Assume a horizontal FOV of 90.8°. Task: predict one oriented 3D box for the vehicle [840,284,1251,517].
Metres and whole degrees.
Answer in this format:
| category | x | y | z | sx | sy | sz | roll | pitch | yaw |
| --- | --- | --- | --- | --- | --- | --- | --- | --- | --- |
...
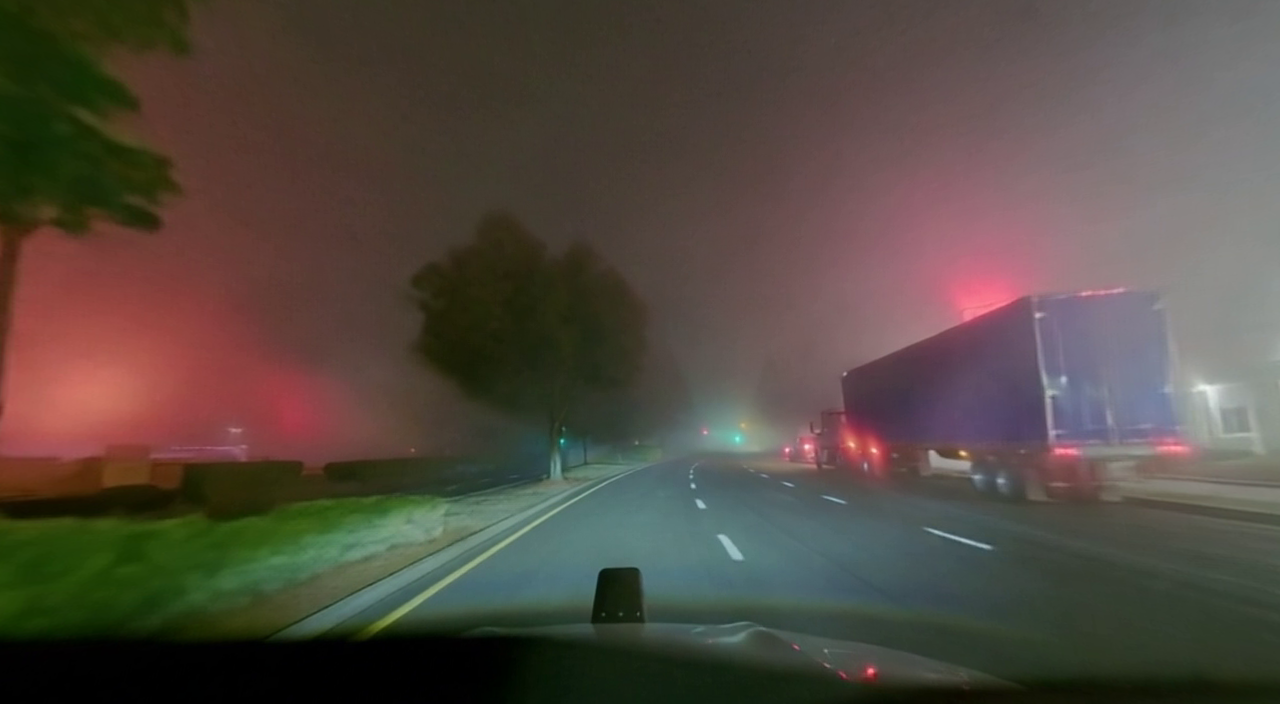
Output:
| category | x | y | z | sx | sy | sz | roll | pitch | yaw |
| --- | --- | --- | --- | --- | --- | --- | --- | --- | --- |
| vehicle | 10.419 | 2.146 | 20.848 | 2.907 | 4.439 | 17.681 | 0 | -8 | 3 |
